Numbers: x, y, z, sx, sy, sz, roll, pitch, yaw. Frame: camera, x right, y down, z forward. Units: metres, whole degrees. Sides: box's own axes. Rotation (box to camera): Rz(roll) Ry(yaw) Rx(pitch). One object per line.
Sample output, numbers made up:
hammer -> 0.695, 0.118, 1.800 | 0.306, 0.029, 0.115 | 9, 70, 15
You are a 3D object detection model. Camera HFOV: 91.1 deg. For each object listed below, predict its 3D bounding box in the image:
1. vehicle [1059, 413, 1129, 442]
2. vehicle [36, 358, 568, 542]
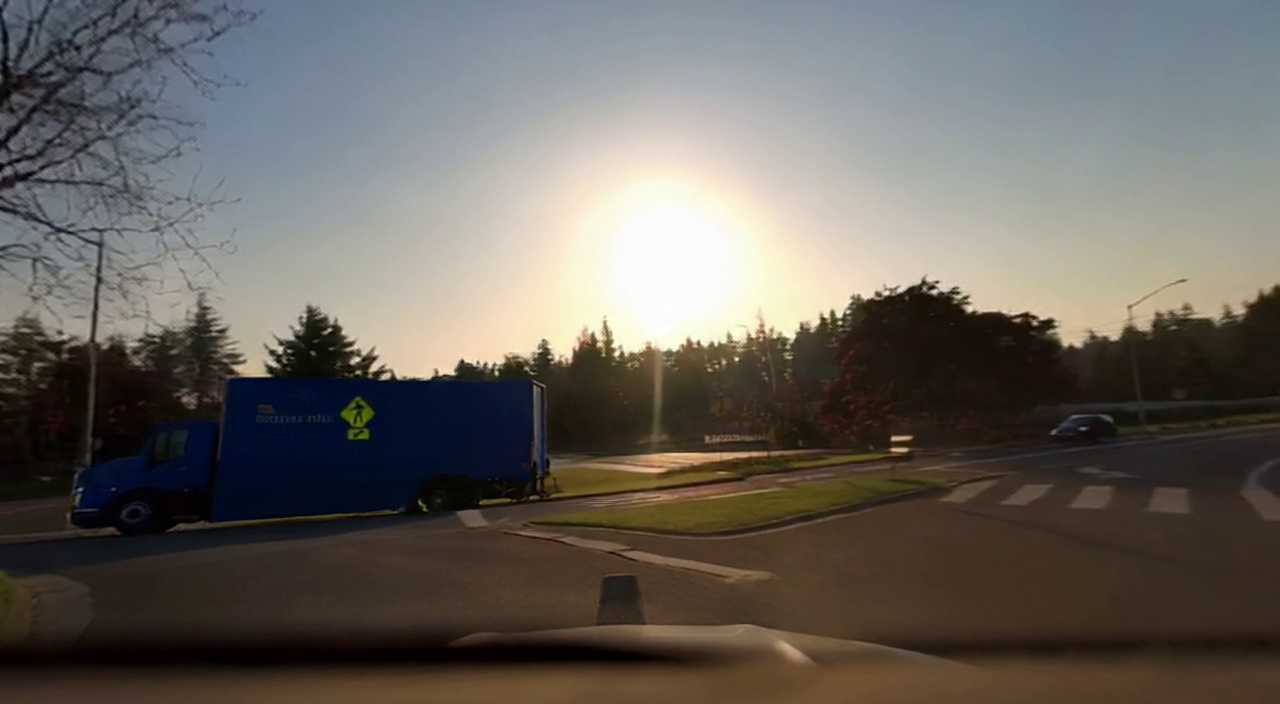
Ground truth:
vehicle -> 25.867, 4.328, 35.731 | 4.075, 1.523, 1.837 | 5, -10, -34
vehicle -> -6.747, 2.168, 14.396 | 9.680, 3.326, 2.838 | 3, -9, -19
